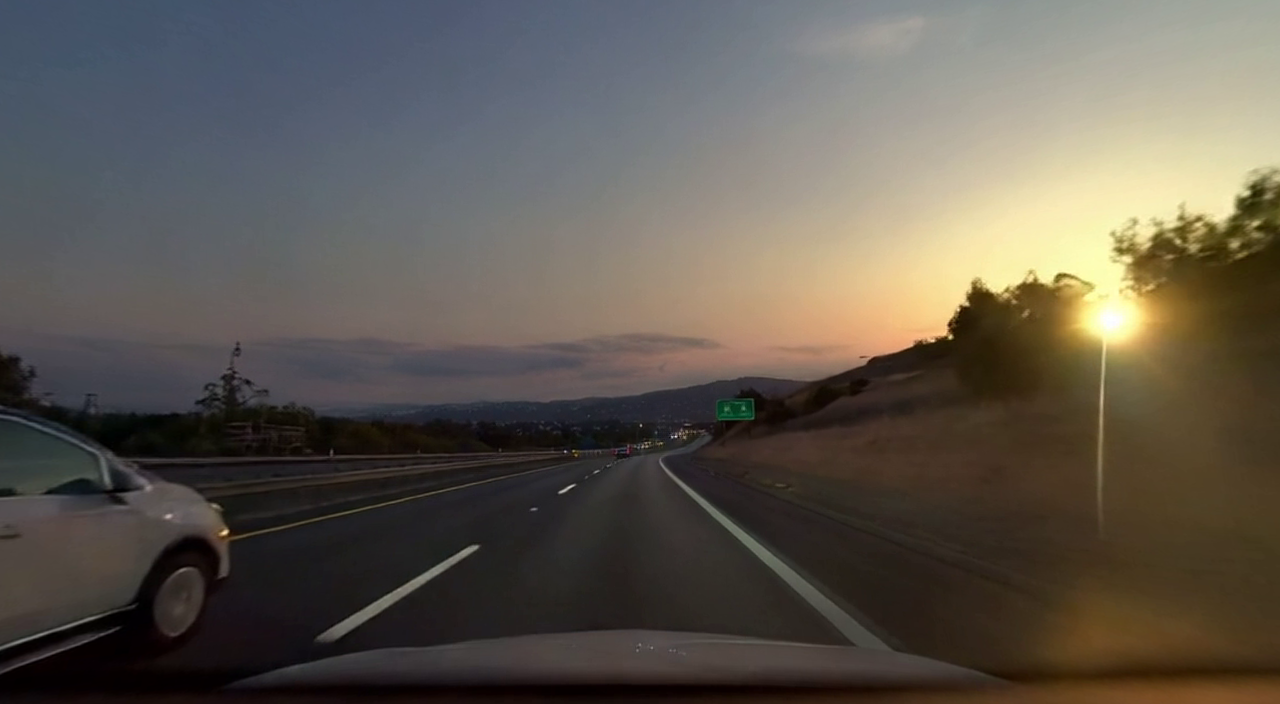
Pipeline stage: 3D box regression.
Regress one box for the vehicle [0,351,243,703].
[{"bbox_3d":[-4.205,0.793,2.410,2.193,1.771,4.757,0,-9,1],"label":"vehicle"}]
